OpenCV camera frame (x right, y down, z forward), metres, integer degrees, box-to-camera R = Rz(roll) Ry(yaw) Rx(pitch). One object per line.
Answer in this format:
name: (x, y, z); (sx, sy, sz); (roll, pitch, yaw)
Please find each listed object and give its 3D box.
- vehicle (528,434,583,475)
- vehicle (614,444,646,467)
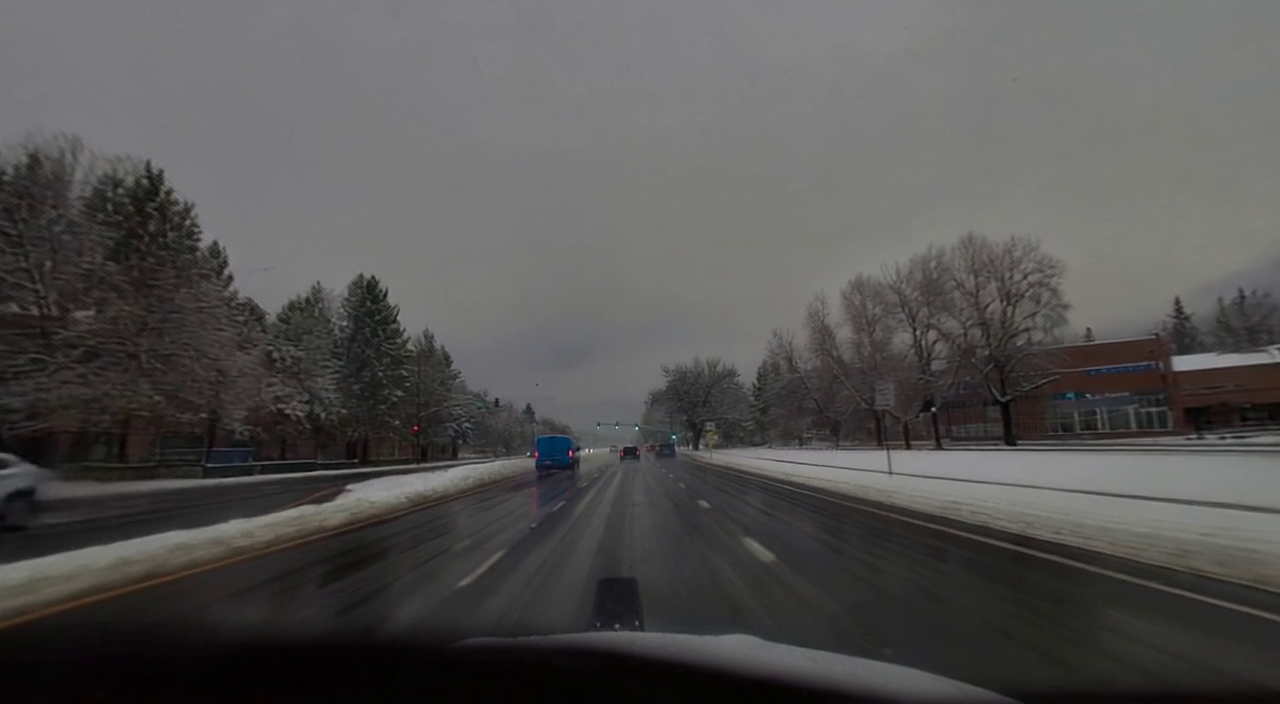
vehicle: (-4.076, 5.052, 31.367); (2.075, 1.863, 4.744); (0, -8, 0)
vehicle: (-0.712, 7.060, 43.168); (2.039, 1.455, 3.826); (0, -8, -1)
